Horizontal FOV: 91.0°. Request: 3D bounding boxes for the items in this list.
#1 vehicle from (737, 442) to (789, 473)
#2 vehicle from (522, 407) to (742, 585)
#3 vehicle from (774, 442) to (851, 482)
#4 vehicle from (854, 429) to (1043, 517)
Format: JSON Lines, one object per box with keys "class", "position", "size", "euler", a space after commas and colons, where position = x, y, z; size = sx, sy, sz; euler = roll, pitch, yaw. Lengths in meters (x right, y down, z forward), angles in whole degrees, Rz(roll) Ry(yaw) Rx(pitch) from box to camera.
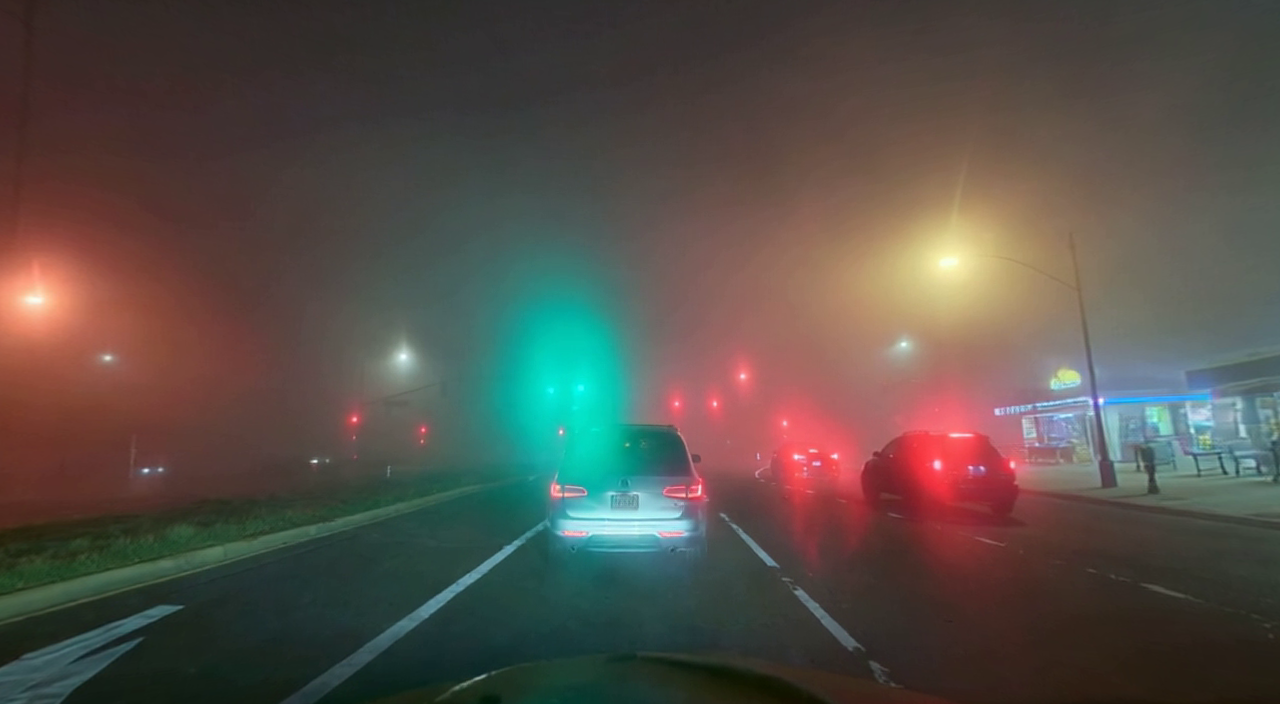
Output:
{"class": "vehicle", "position": [6.264, 5.453, 32.630], "size": [1.961, 1.477, 4.454], "euler": [0, -8, 2]}
{"class": "vehicle", "position": [-0.063, 1.688, 8.117], "size": [2.115, 1.700, 3.901], "euler": [0, -8, 1]}
{"class": "vehicle", "position": [6.844, 4.401, 25.430], "size": [1.833, 1.452, 4.237], "euler": [0, -8, -1]}
{"class": "vehicle", "position": [6.708, 2.671, 14.431], "size": [2.072, 1.652, 4.611], "euler": [0, -8, 1]}
